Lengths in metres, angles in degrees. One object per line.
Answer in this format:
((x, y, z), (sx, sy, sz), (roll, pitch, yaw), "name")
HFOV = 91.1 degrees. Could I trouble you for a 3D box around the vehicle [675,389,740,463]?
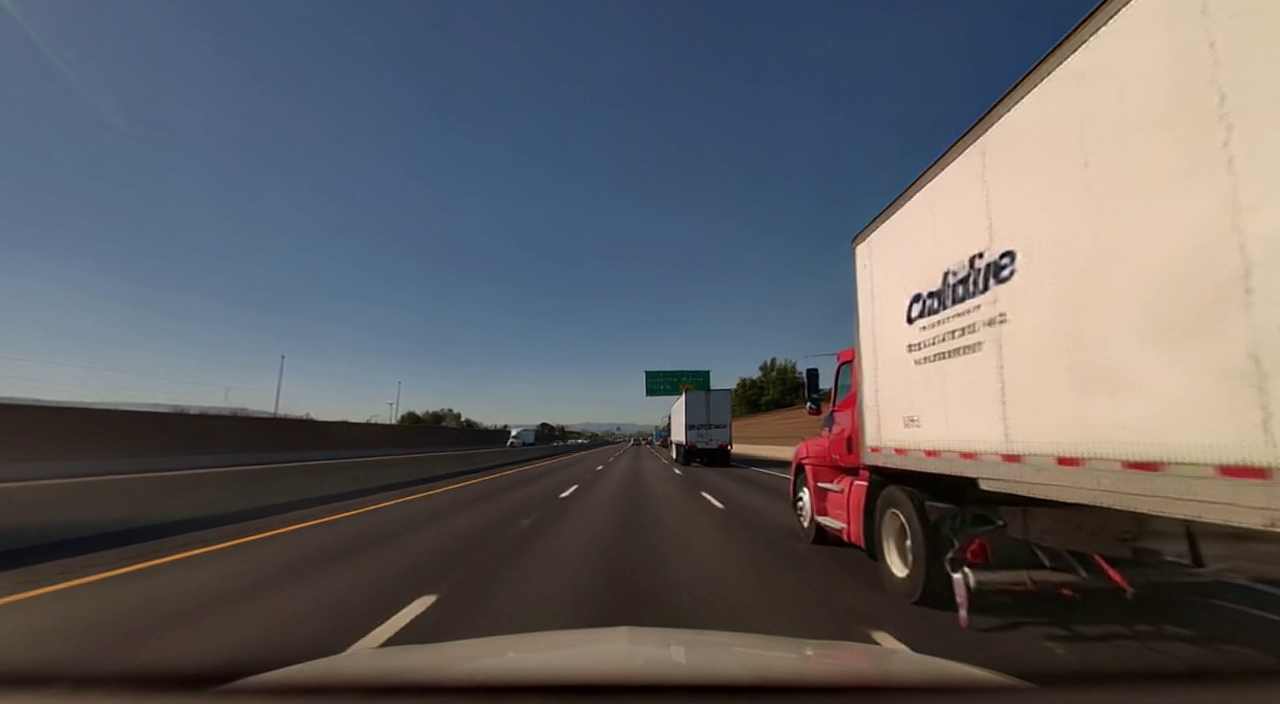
((3.843, 4.562, 37.897), (2.840, 3.947, 8.920), (0, -8, 0), "vehicle")
